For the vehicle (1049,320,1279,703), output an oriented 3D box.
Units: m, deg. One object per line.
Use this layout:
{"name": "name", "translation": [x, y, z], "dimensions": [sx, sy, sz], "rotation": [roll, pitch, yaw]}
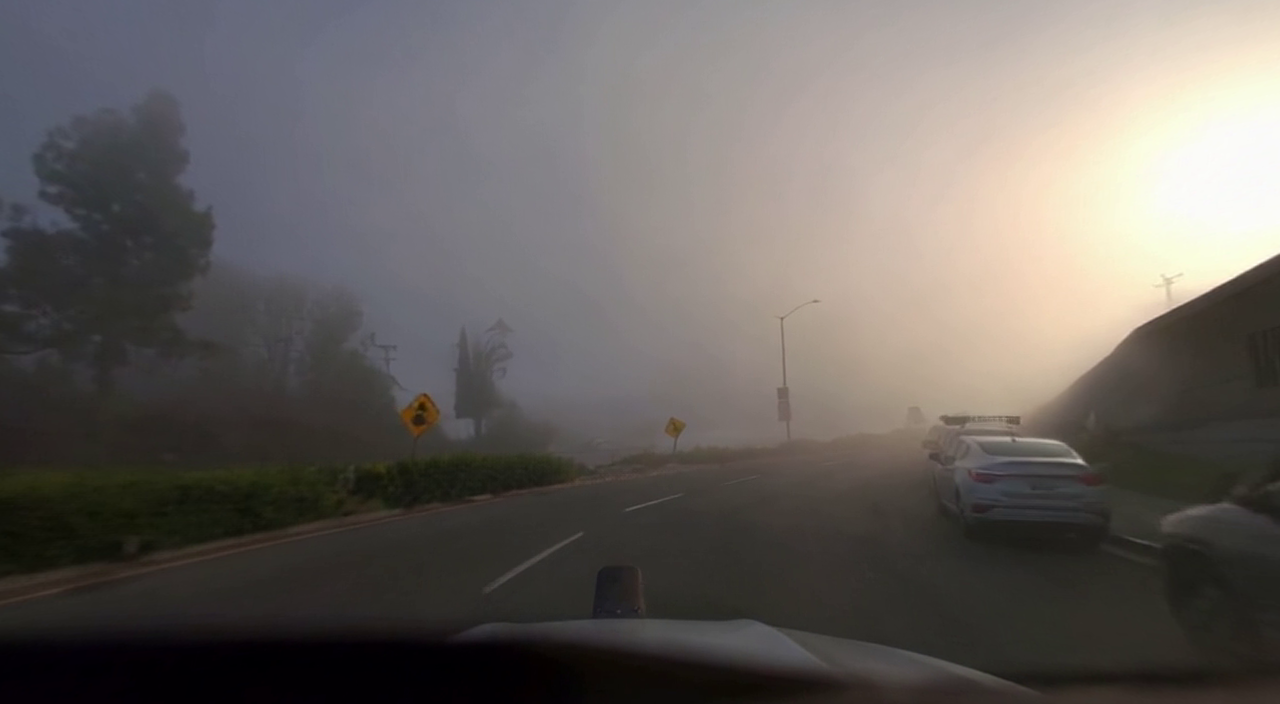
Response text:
{"name": "vehicle", "translation": [3.976, 0.695, 2.258], "dimensions": [2.269, 1.841, 4.569], "rotation": [-1, -8, 6]}
